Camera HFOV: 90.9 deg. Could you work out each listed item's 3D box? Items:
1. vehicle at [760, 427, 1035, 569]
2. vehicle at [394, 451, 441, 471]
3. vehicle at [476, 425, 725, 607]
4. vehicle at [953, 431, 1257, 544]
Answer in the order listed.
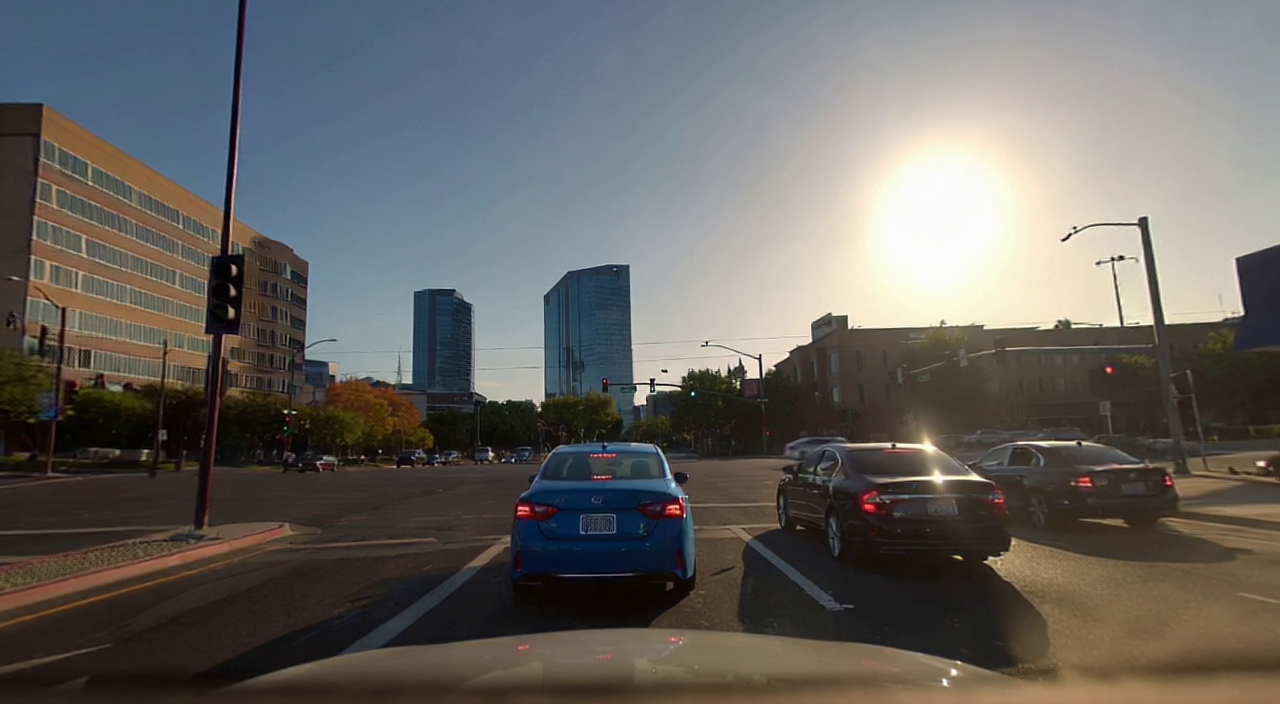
[{"bbox_3d":[3.209,1.887,8.966,2.042,1.508,4.109,0,-8,-2],"label":"vehicle"},{"bbox_3d":[-17.131,8.384,48.680,2.048,1.463,4.530,0,-8,-1],"label":"vehicle"},{"bbox_3d":[-0.374,1.653,7.283,2.059,1.477,3.988,0,-8,-1],"label":"vehicle"},{"bbox_3d":[7.438,2.164,10.783,1.908,1.517,4.182,0,-8,-1],"label":"vehicle"}]
